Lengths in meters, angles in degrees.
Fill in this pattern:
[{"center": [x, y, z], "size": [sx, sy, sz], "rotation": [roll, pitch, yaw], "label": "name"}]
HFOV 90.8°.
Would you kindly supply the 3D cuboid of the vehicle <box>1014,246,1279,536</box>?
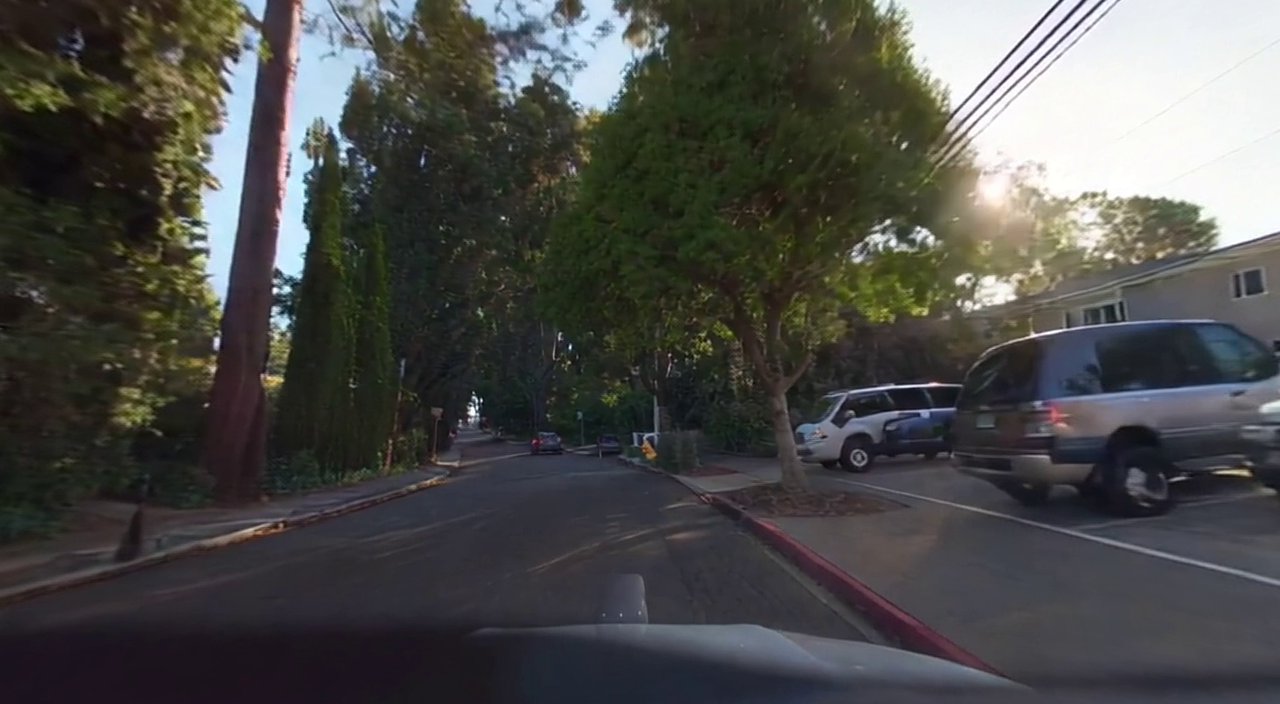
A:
[{"center": [6.972, 0.576, 7.009], "size": [5.269, 2.289, 2.446], "rotation": [5, -10, -30], "label": "vehicle"}]
